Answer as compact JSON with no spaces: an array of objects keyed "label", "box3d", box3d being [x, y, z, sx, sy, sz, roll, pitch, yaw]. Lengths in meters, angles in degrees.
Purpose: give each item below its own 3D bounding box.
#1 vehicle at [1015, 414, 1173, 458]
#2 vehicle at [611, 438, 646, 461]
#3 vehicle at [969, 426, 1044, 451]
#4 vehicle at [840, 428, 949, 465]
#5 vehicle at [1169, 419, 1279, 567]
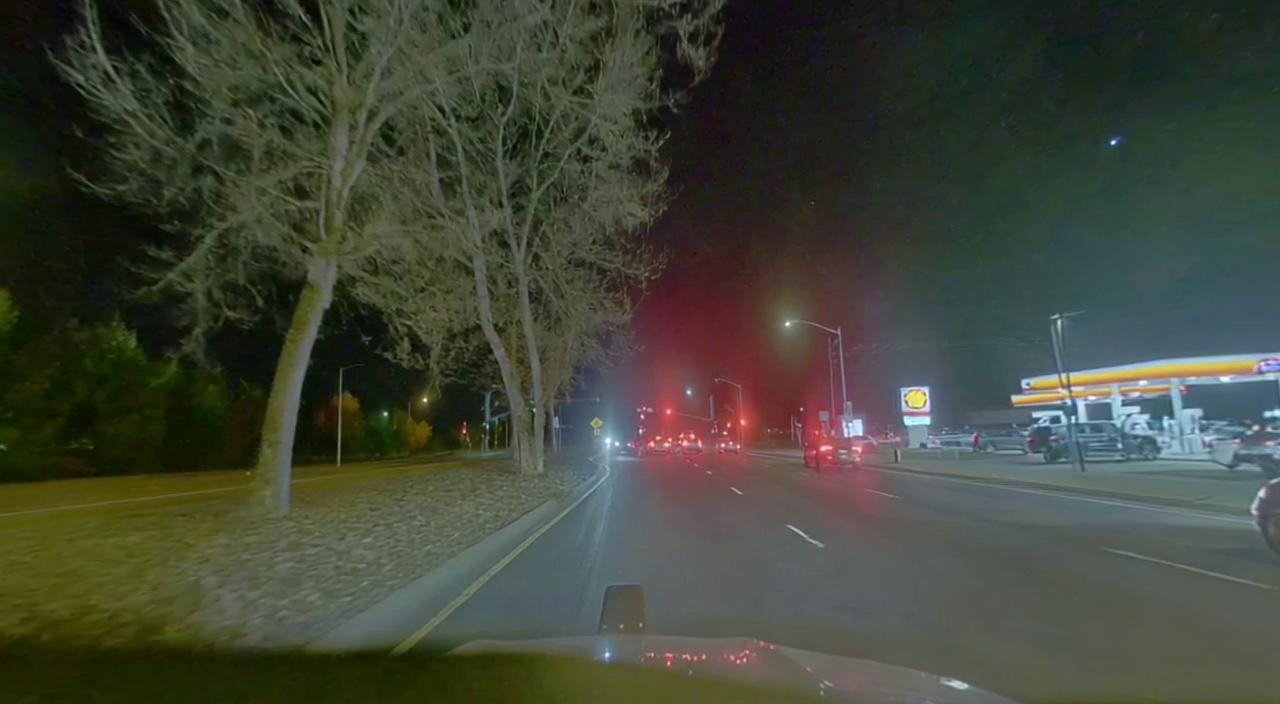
[{"label":"vehicle","box3d":[21.705,4.130,30.545,5.770,1.976,2.347,-5,-10,26]},{"label":"vehicle","box3d":[-0.861,6.633,43.100,2.032,1.461,4.173,1,-9,-6]},{"label":"vehicle","box3d":[24.806,5.900,42.813,4.079,1.632,1.961,-4,-9,23]},{"label":"vehicle","box3d":[13.014,4.915,32.638,4.960,1.802,2.068,-3,-9,17]},{"label":"vehicle","box3d":[7.373,1.241,5.224,1.880,1.472,4.694,0,-9,0]}]
